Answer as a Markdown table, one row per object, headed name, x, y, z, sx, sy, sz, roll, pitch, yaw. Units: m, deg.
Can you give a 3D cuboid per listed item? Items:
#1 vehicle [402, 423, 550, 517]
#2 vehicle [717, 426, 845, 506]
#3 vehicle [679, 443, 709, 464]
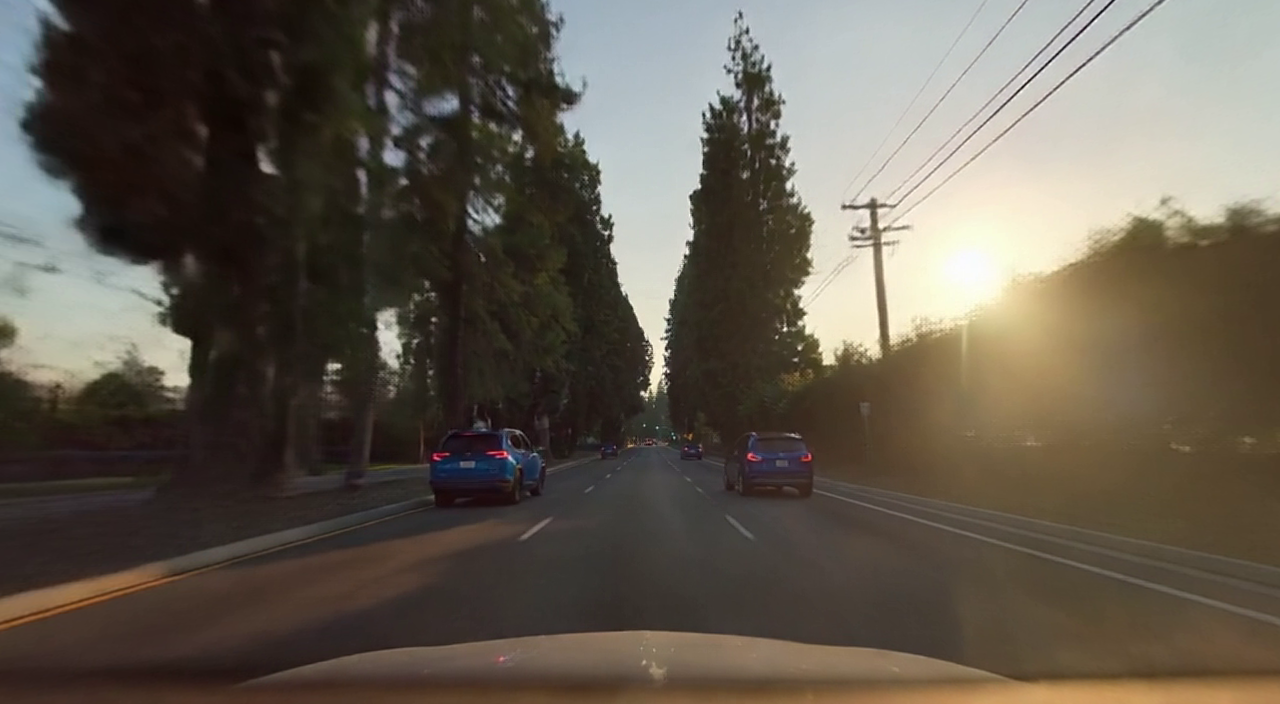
| name | x | y | z | sx | sy | sz | roll | pitch | yaw |
| --- | --- | --- | --- | --- | --- | --- | --- | --- | --- |
| vehicle | -3.490 | 2.607 | 14.445 | 2.104 | 1.785 | 4.494 | 0 | -9 | 1 |
| vehicle | 3.396 | 2.859 | 16.227 | 2.182 | 1.744 | 4.464 | 0 | -9 | -1 |
| vehicle | 4.015 | 7.654 | 47.517 | 1.906 | 1.468 | 4.422 | 0 | -9 | 0 |
